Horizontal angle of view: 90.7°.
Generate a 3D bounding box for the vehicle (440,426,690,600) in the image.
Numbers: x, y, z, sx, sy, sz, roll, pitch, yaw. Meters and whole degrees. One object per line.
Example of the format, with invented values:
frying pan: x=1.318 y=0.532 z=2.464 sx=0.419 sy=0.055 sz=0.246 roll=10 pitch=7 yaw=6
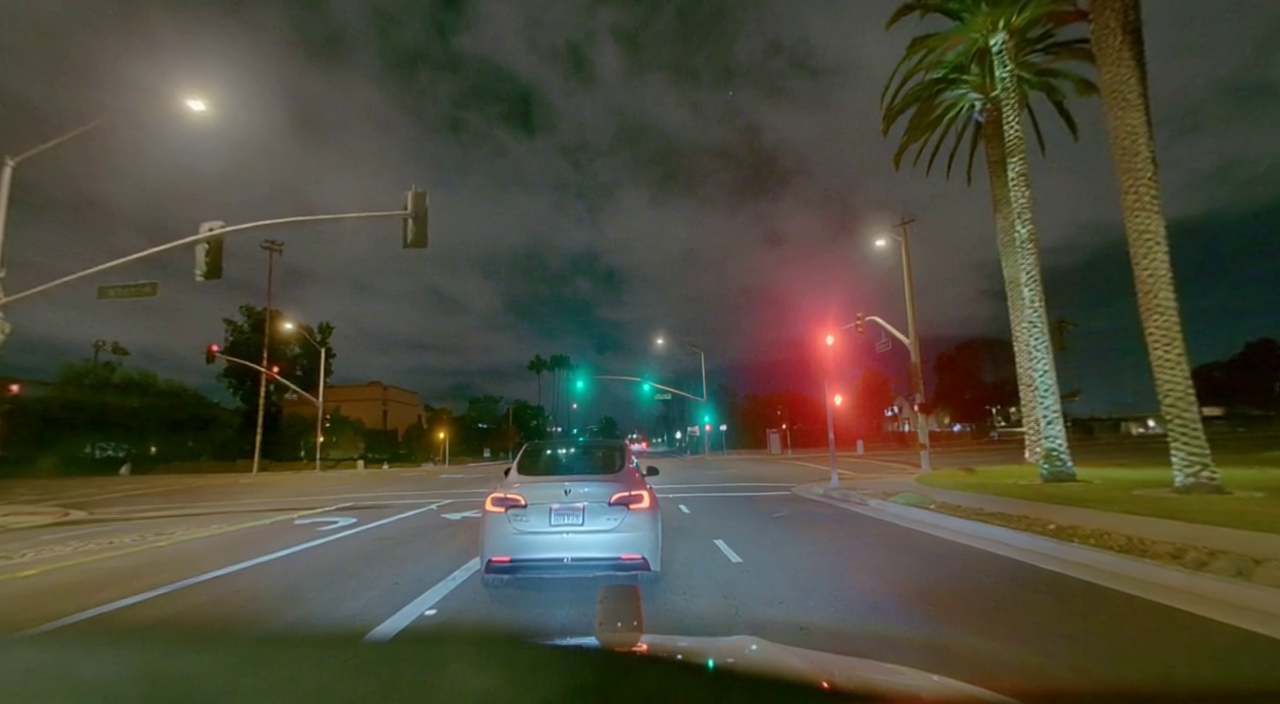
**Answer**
vehicle: x=-0.690 y=1.708 z=7.655 sx=2.152 sy=1.478 sz=4.229 roll=0 pitch=-8 yaw=-1
